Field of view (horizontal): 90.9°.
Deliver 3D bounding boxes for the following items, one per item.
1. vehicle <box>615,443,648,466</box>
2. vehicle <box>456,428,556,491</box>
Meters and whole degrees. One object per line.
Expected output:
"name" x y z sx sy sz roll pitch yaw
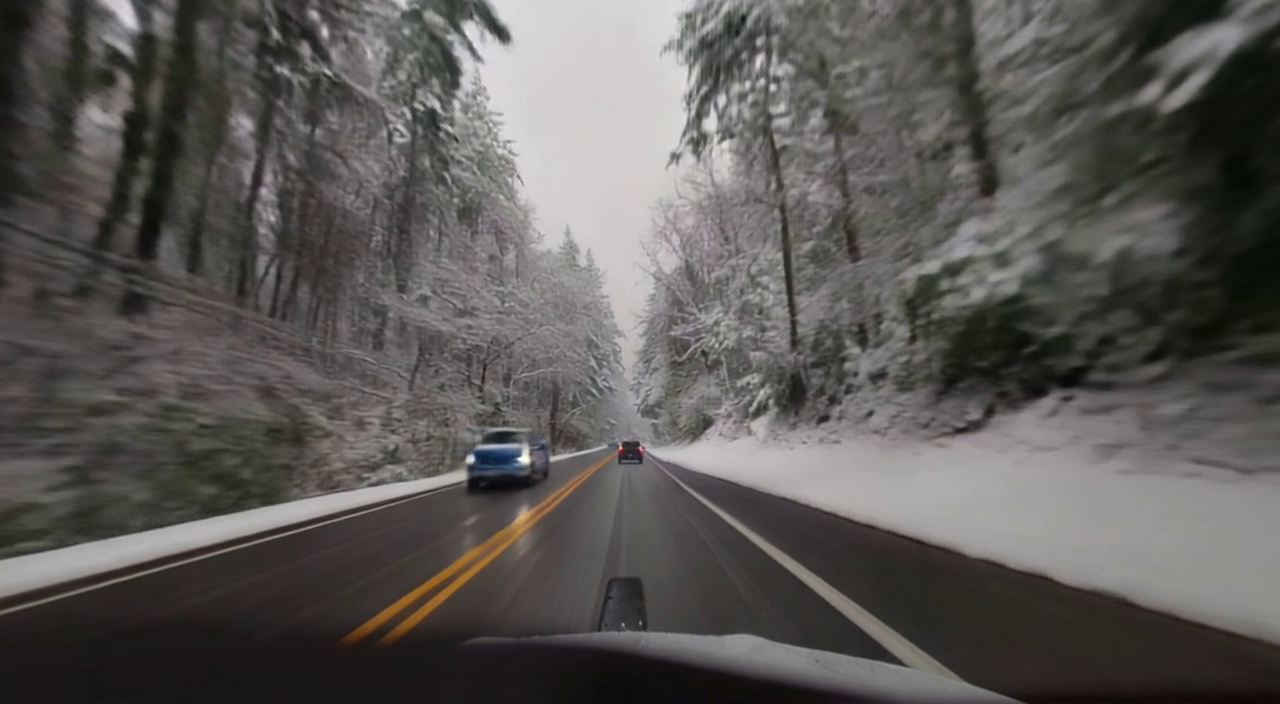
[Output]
"vehicle" -0.593 7.001 43.308 2.120 1.491 4.349 0 -9 -1
"vehicle" -4.364 3.614 21.571 2.223 1.836 5.392 -1 -9 0
